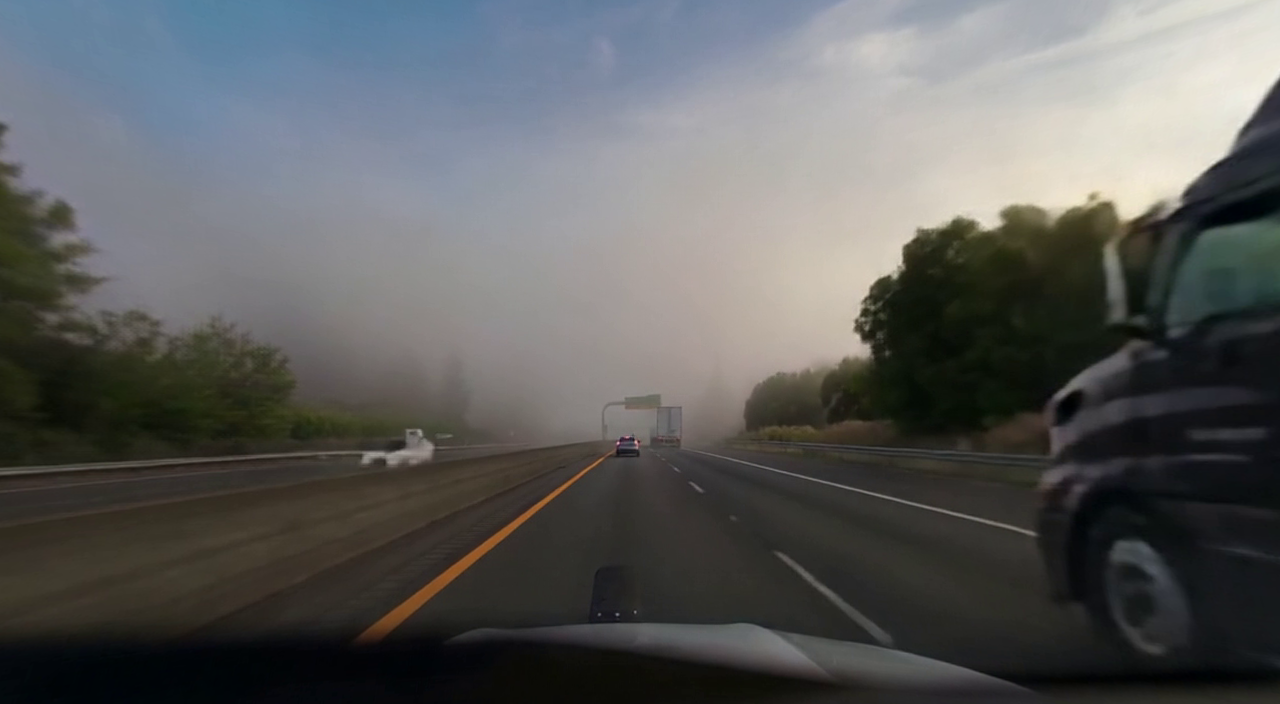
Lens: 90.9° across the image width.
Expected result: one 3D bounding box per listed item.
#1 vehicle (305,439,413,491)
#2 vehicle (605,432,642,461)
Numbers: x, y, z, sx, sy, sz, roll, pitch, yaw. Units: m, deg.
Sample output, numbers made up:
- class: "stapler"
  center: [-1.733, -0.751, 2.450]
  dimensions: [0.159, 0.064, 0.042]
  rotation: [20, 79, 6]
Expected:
- class: "vehicle"
  center: [-9.726, 3.907, 22.204]
  dimensions: [1.895, 1.606, 4.099]
  rotation: [0, -8, 0]
- class: "vehicle"
  center: [-0.948, 5.563, 37.297]
  dimensions: [2.095, 1.557, 3.963]
  rotation: [0, -8, -1]
